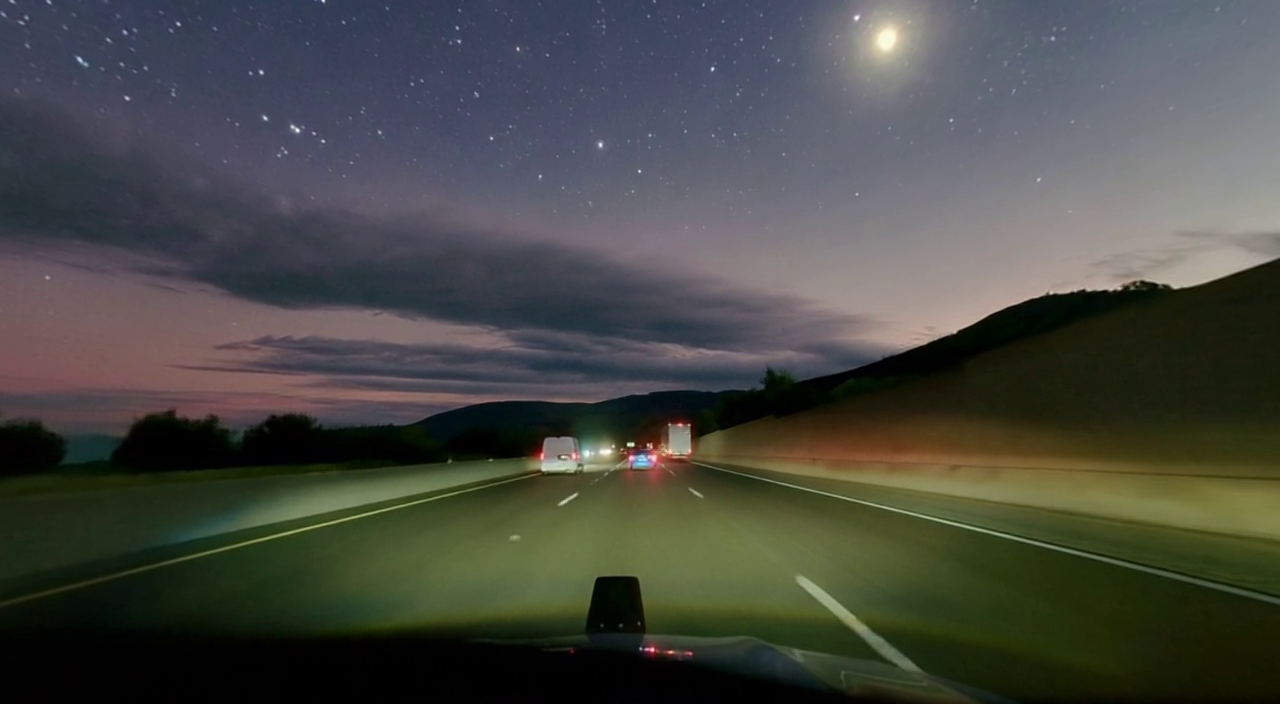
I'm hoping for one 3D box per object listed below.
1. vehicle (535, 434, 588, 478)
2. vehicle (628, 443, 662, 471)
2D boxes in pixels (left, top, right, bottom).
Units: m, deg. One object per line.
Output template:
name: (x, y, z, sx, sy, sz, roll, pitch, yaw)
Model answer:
vehicle: (-3.811, 5.148, 31.286, 1.955, 2.004, 4.792, 0, -9, 1)
vehicle: (0.366, 6.954, 41.754, 2.166, 1.747, 4.299, 0, -9, 1)
